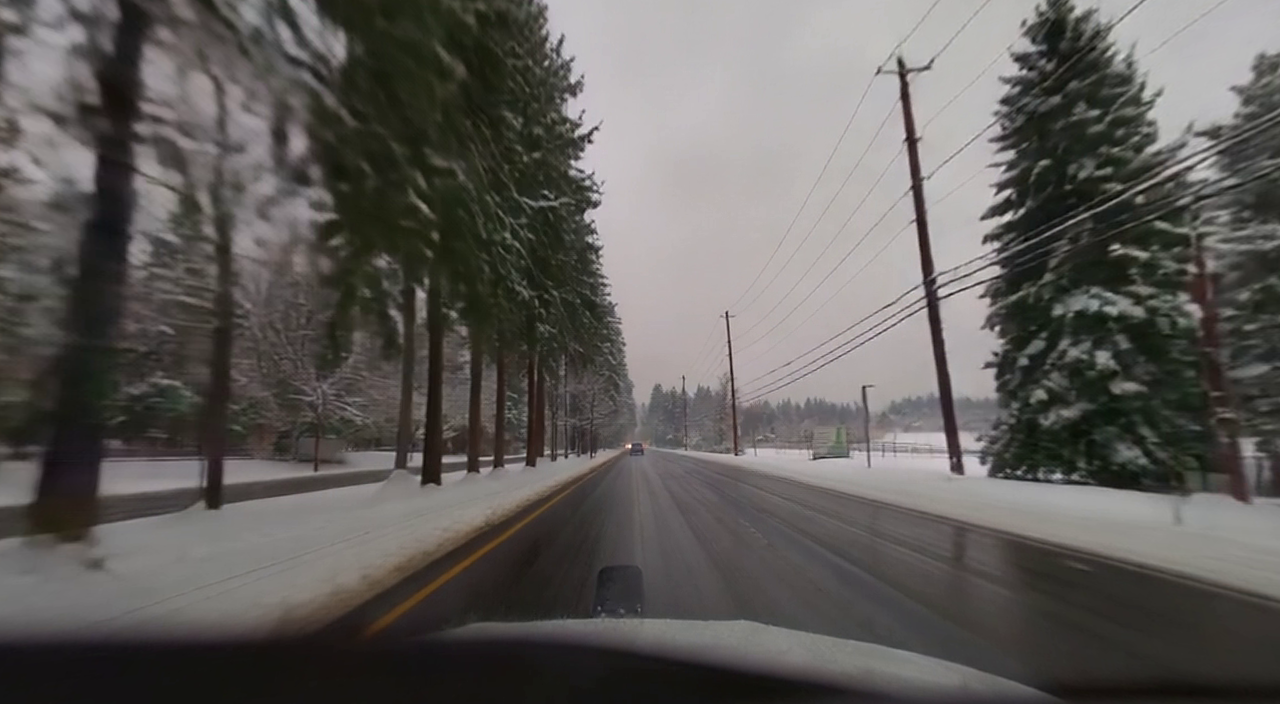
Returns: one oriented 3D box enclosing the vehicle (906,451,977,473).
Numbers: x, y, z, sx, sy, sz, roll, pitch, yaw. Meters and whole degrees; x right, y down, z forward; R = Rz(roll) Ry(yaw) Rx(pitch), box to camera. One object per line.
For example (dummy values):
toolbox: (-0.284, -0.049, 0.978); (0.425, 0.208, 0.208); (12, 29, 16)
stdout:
vehicle: (23.736, 8.671, 49.861); (4.519, 1.658, 1.911); (-1, -8, 0)
